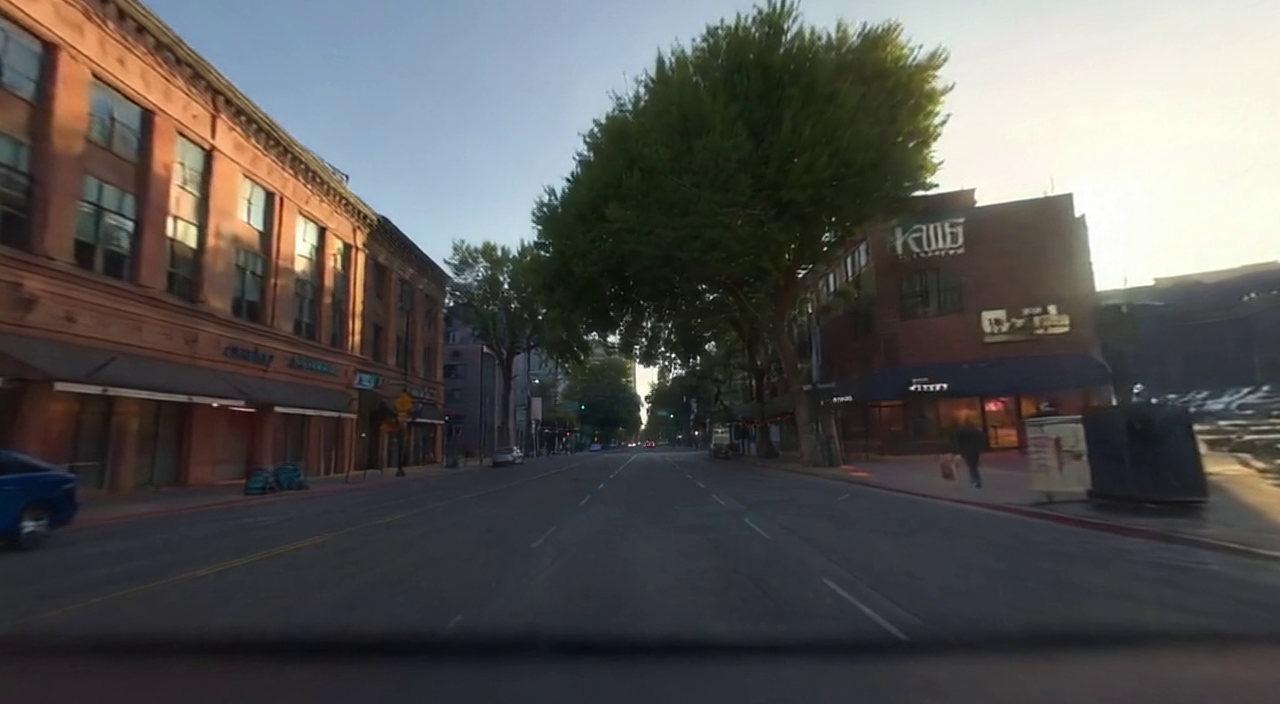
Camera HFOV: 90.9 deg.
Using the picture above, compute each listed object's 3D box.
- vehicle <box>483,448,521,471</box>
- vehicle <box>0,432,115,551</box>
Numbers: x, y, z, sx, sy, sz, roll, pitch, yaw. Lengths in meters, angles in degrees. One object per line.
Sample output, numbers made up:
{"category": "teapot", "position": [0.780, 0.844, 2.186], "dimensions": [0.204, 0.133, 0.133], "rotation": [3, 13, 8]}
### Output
{"category": "vehicle", "position": [-10.388, 8.103, 47.763], "dimensions": [1.846, 1.447, 4.264], "rotation": [-1, -6, 2]}
{"category": "vehicle", "position": [-10.825, 2.130, 9.347], "dimensions": [2.060, 1.796, 4.675], "rotation": [-1, -7, 0]}
